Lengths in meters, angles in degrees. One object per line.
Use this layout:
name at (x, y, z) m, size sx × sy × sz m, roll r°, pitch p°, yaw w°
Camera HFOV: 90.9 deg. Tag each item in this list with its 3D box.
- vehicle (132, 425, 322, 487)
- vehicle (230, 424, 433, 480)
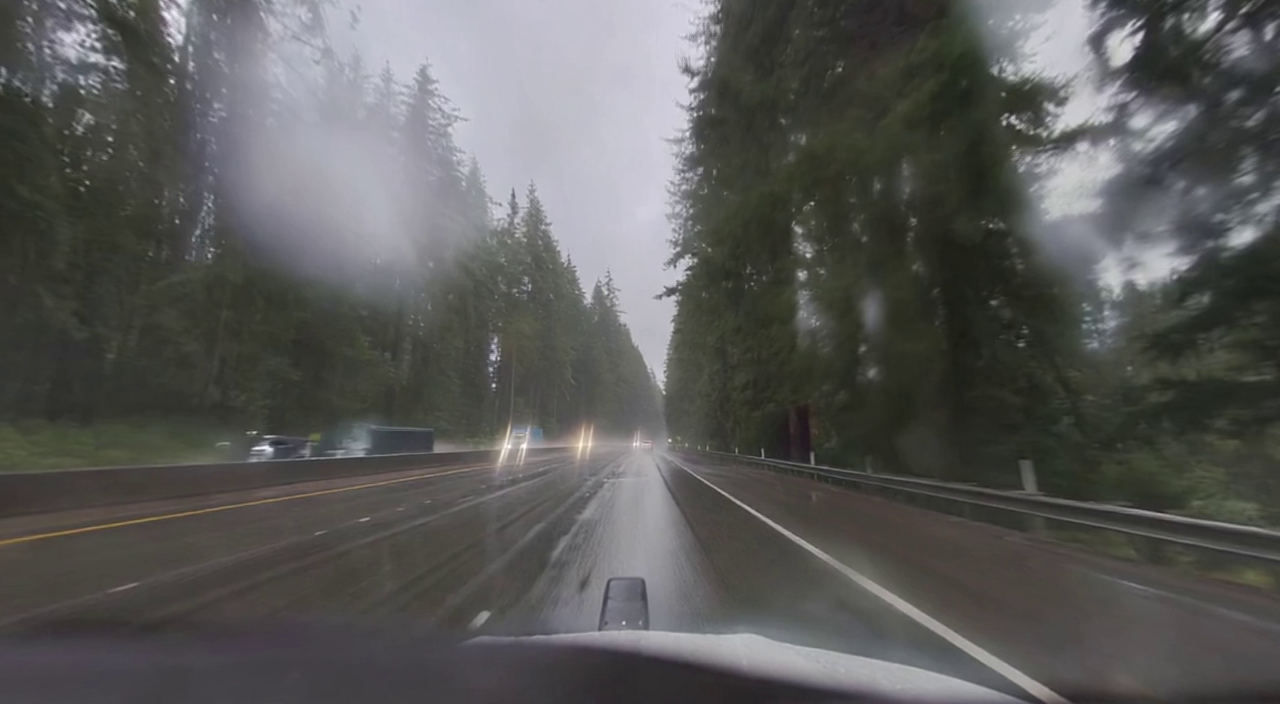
vehicle at (-13.116, 3.358, 20.697) m, size 2.293 × 1.736 × 5.712 m, roll 0°, pitch -8°, yaw 1°
vehicle at (-12.932, 4.411, 28.425) m, size 2.672 × 1.964 × 12.269 m, roll 0°, pitch -8°, yaw 2°
